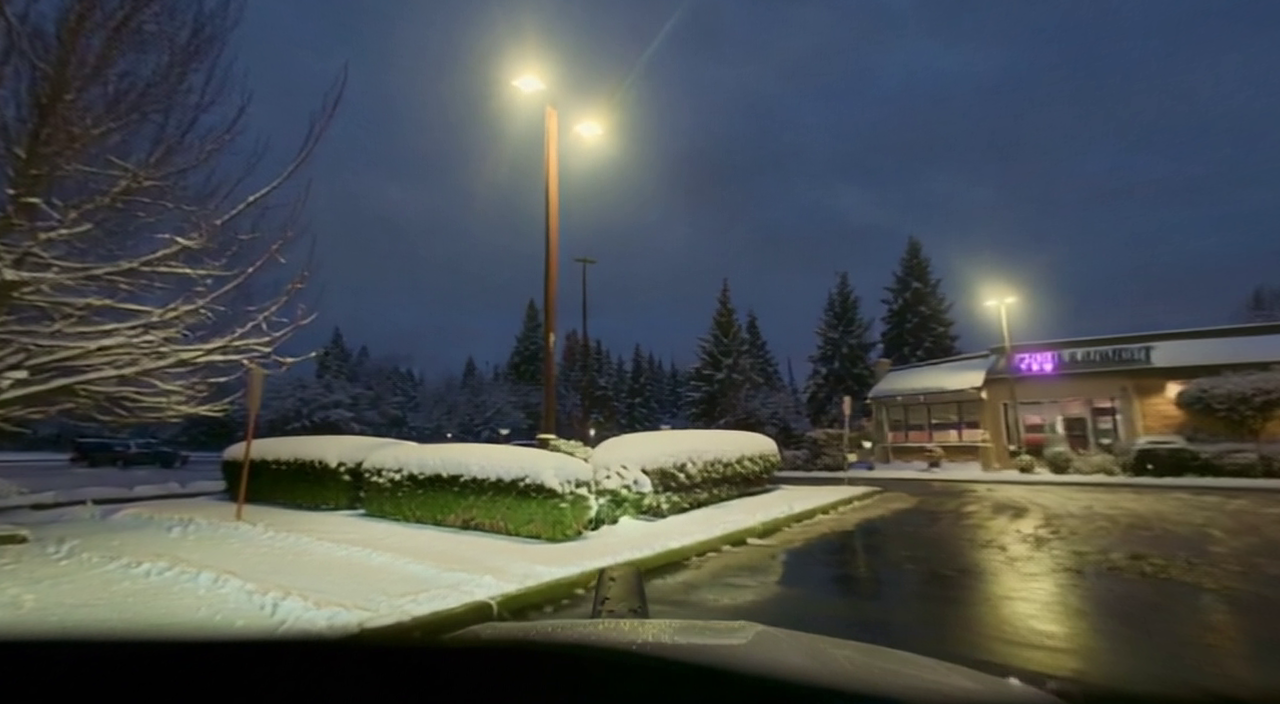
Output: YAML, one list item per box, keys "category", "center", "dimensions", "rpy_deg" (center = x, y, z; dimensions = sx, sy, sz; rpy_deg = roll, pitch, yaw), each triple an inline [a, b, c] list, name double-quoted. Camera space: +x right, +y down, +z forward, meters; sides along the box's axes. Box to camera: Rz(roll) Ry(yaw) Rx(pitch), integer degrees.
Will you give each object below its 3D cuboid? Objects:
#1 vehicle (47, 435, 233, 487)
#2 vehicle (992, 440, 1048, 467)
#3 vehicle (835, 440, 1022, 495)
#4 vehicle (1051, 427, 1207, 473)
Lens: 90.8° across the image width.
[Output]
- category: "vehicle"
  center: [-17.725, 3.848, 22.654]
  dimensions: [1.921, 1.632, 4.752]
  rpy_deg: [-7, -11, 36]
- category: "vehicle"
  center: [21.177, 5.627, 35.169]
  dimensions: [2.190, 1.441, 3.759]
  rpy_deg: [-7, -11, 36]
- category: "vehicle"
  center: [8.663, 3.444, 19.215]
  dimensions: [4.772, 1.441, 1.976]
  rpy_deg: [-7, -11, 36]
- category: "vehicle"
  center: [20.619, 4.190, 26.901]
  dimensions: [4.939, 1.664, 2.055]
  rpy_deg: [-8, -8, 35]
